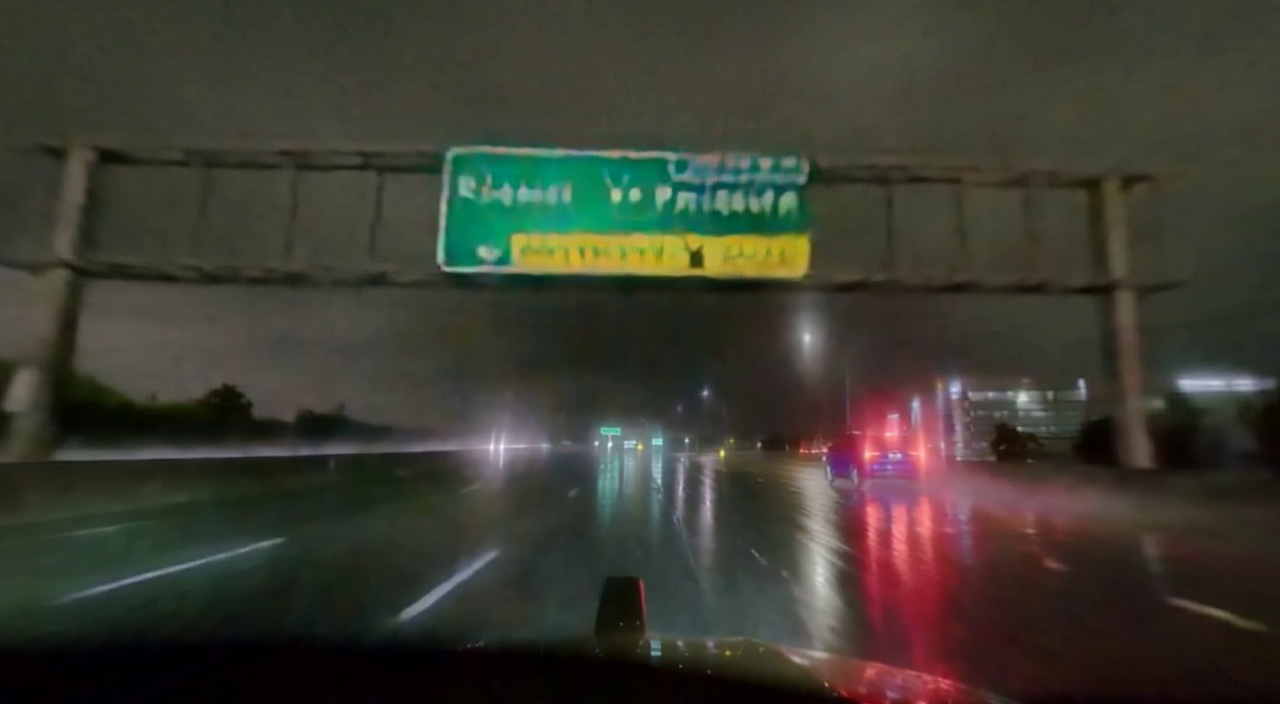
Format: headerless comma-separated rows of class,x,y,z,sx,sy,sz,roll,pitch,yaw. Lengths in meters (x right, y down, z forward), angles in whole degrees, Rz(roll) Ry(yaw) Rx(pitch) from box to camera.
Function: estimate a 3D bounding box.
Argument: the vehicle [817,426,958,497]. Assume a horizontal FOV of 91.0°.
vehicle,6.716,3.023,17.726,2.091,1.711,4.383,0,-9,-1
